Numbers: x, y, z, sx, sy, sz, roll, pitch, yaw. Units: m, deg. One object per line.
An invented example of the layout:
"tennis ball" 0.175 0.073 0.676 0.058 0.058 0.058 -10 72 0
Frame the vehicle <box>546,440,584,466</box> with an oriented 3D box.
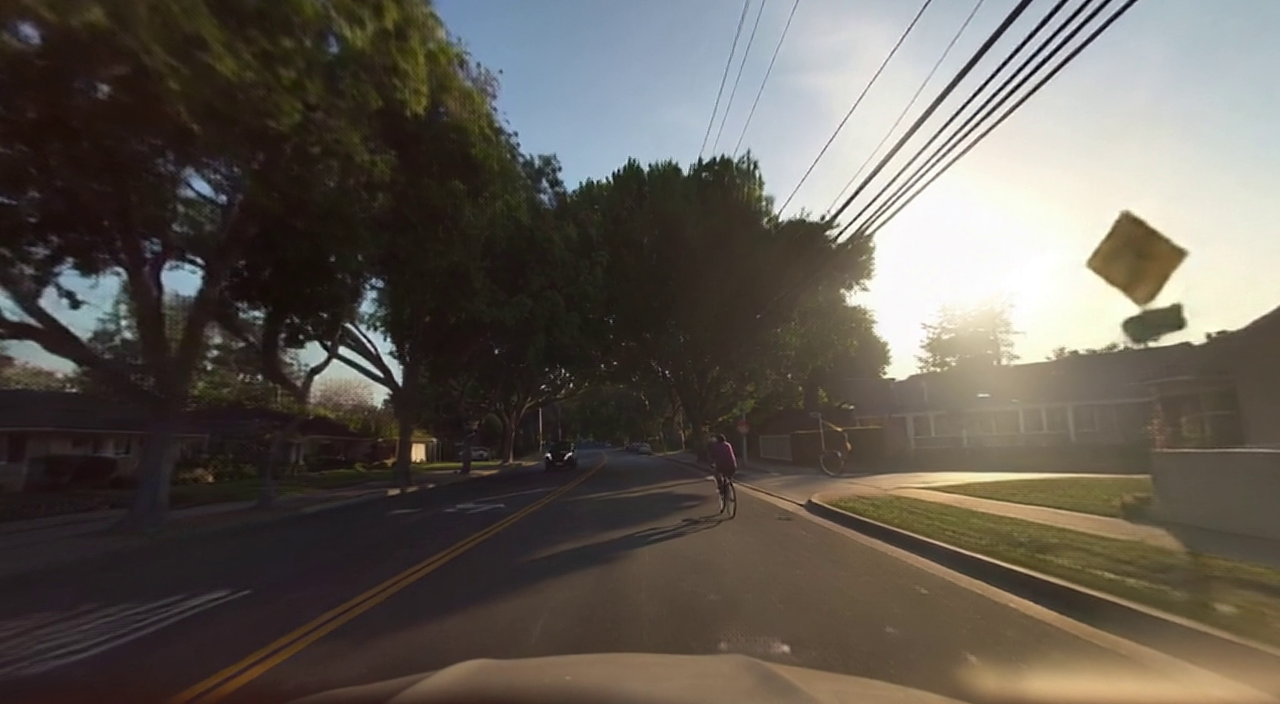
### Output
"vehicle" -5.311 7.233 45.342 2.073 1.761 4.589 0 -8 1
